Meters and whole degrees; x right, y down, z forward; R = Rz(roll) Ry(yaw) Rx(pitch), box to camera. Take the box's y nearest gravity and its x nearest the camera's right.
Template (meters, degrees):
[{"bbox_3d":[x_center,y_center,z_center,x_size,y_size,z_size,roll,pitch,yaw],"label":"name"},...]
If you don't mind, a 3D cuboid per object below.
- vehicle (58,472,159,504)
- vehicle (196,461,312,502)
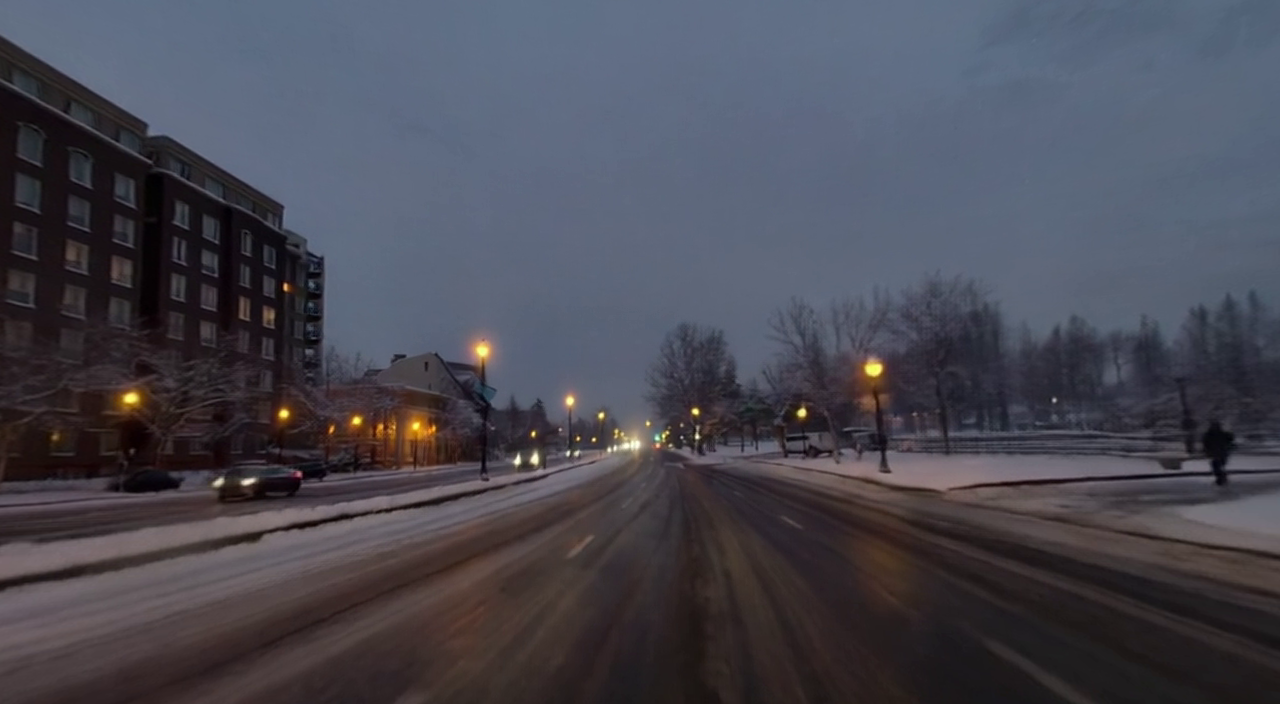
[{"bbox_3d":[-30.043,7.667,35.818,1.799,1.473,4.490,0,-8,0],"label":"vehicle"},{"bbox_3d":[-16.746,5.616,27.690,1.878,1.492,4.648,-1,-8,5],"label":"vehicle"}]
